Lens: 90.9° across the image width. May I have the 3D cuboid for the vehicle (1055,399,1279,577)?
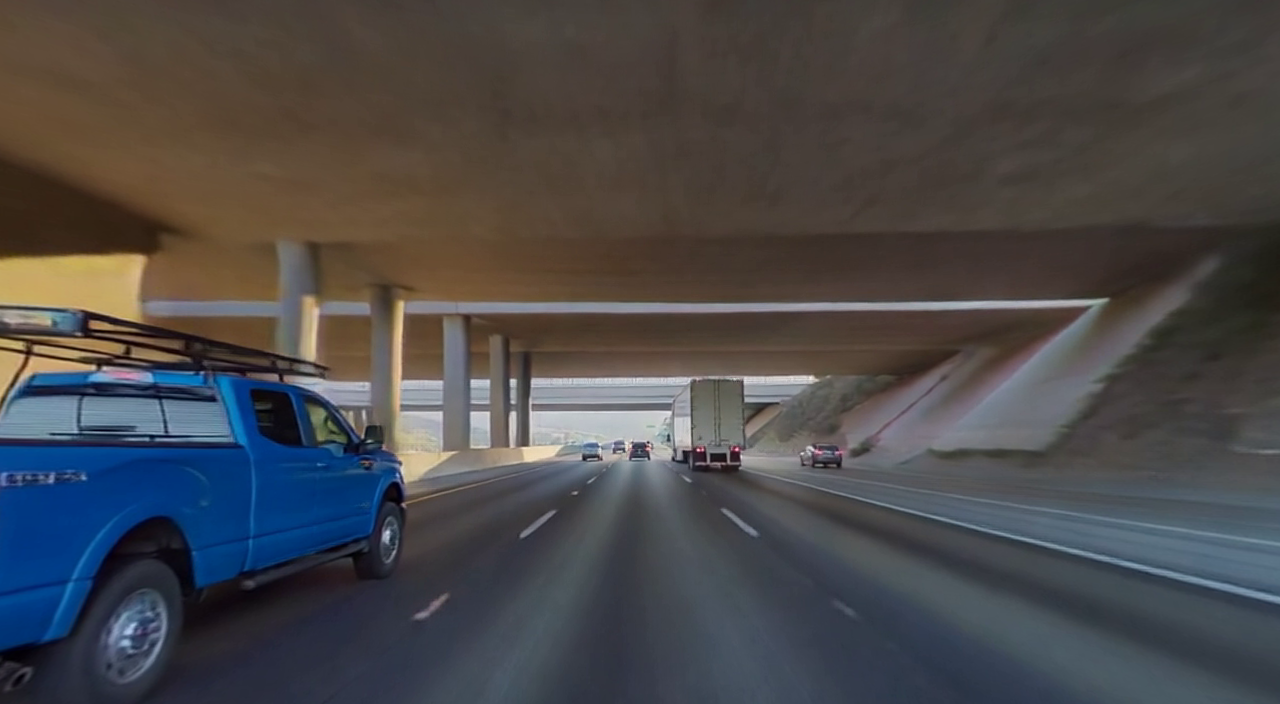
[{"bbox_3d":[7.174,1.440,6.965,1.999,1.700,4.640,0,-8,0],"label":"vehicle"}]

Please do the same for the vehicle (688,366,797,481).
[{"bbox_3d":[4.095,3.461,28.701,2.885,4.036,12.891,0,-8,1],"label":"vehicle"}]

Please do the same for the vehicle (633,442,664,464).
[{"bbox_3d":[0.616,7.241,45.358,2.092,1.446,4.092,0,-8,0],"label":"vehicle"}]

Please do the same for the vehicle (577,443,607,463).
[{"bbox_3d":[-3.660,7.801,48.878,2.077,1.446,4.106,0,-9,0],"label":"vehicle"}]

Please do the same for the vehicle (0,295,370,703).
[{"bbox_3d":[-4.361,0.888,3.819,2.599,2.054,6.288,0,-9,1],"label":"vehicle"}]
